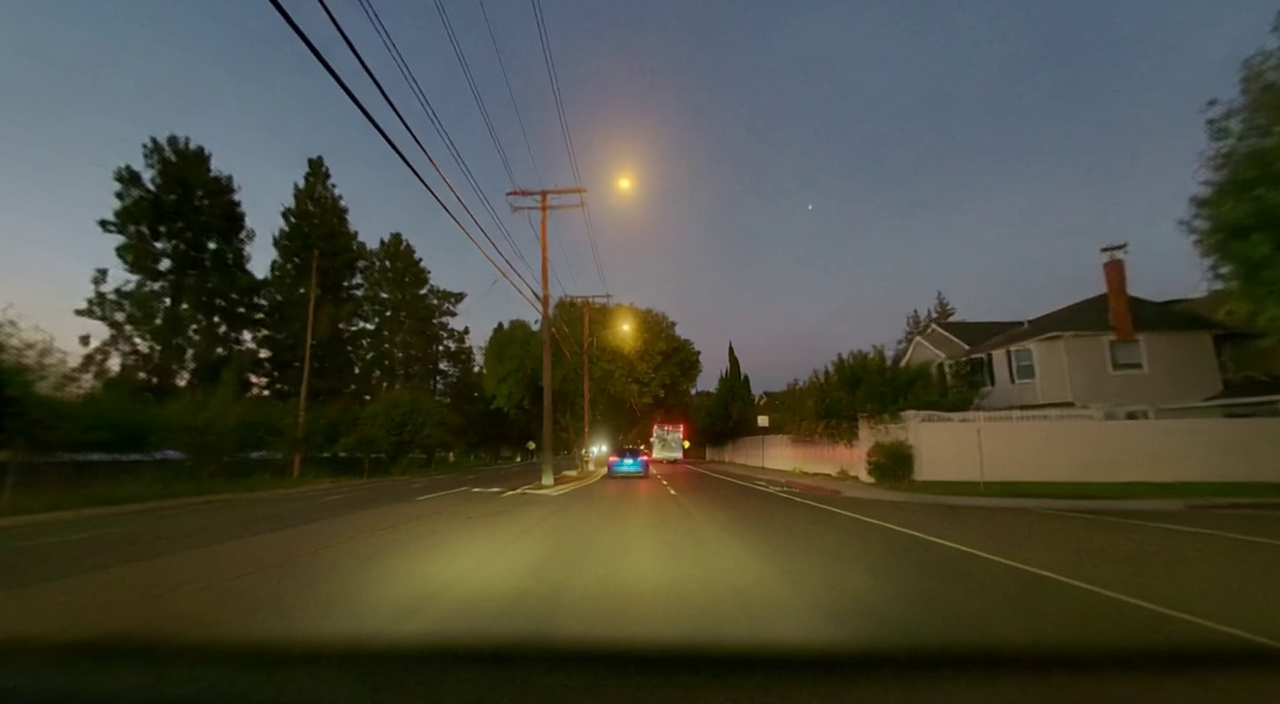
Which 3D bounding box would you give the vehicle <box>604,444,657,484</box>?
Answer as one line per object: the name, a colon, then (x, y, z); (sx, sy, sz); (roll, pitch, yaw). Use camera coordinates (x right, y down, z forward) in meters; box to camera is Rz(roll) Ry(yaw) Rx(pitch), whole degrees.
vehicle: (-0.401, 4.574, 26.239); (2.018, 1.511, 3.993); (0, -8, -1)
